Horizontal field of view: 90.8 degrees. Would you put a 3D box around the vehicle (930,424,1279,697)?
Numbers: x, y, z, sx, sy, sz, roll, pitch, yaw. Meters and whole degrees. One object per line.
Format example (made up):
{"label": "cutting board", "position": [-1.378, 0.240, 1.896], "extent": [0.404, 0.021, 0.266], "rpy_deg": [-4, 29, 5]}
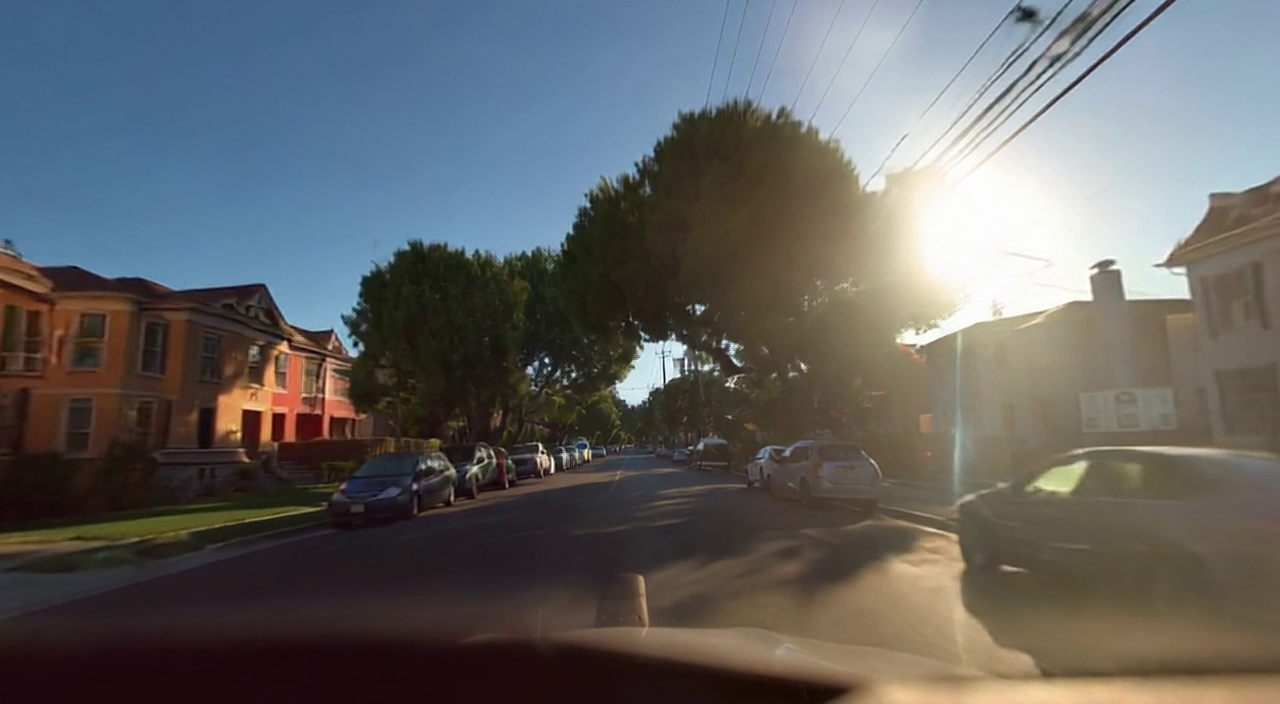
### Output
{"label": "vehicle", "position": [4.349, 1.377, 5.157], "extent": [1.893, 1.437, 4.369], "rpy_deg": [0, -8, 0]}

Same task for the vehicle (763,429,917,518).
{"label": "vehicle", "position": [4.175, 2.606, 14.109], "extent": [1.979, 1.620, 4.684], "rpy_deg": [0, -8, 1]}

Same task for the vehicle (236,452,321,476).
{"label": "vehicle", "position": [-23.048, 7.140, 40.405], "extent": [4.304, 1.443, 1.819], "rpy_deg": [-1, -9, 2]}

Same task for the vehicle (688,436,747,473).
{"label": "vehicle", "position": [4.084, 5.543, 34.474], "extent": [2.279, 1.848, 5.577], "rpy_deg": [1, -8, -3]}

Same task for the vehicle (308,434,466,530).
{"label": "vehicle", "position": [-5.434, 2.778, 14.217], "extent": [1.873, 1.709, 4.206], "rpy_deg": [-4, -8, -1]}

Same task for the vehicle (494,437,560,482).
{"label": "vehicle", "position": [-5.453, 5.210, 31.265], "extent": [2.285, 1.895, 5.883], "rpy_deg": [-2, -8, -2]}
